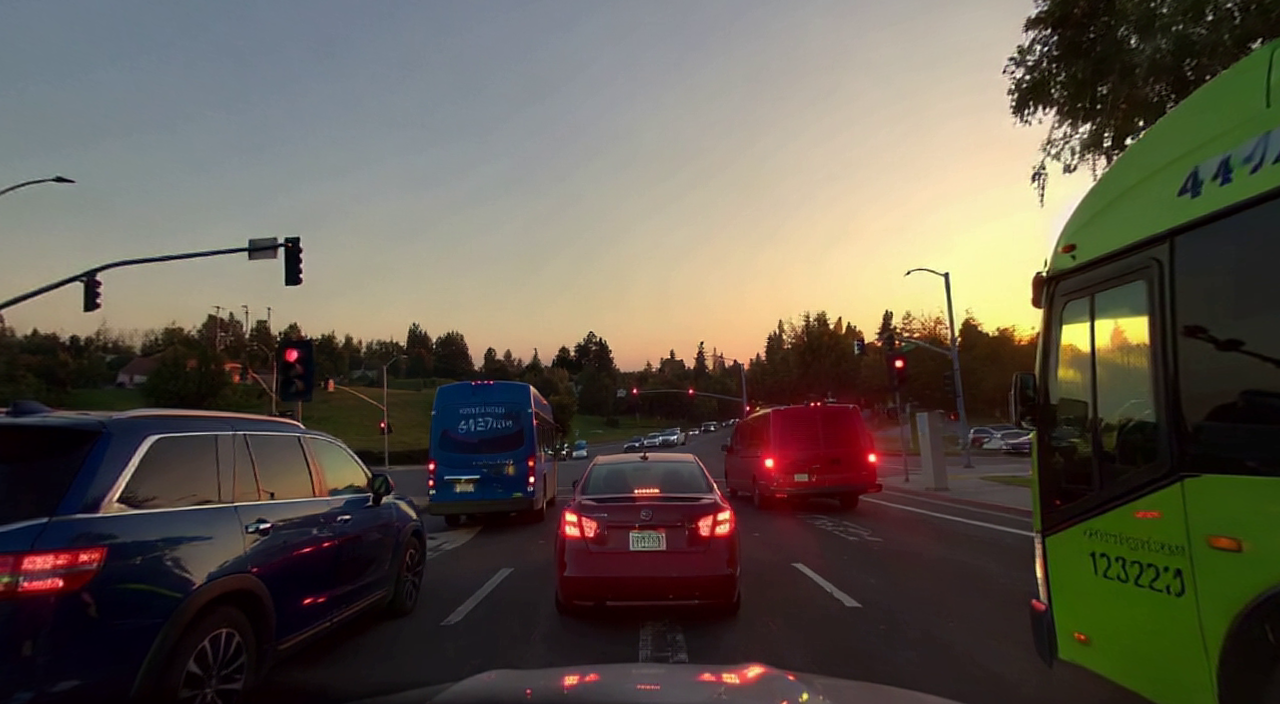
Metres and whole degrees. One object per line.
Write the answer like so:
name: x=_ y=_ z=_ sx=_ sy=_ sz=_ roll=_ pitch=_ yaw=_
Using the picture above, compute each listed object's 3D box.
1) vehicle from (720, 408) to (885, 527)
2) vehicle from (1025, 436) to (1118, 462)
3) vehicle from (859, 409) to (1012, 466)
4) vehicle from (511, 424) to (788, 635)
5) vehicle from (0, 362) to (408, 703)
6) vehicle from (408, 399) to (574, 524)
vehicle: x=3.152 y=2.397 z=13.686 sx=2.143 sy=2.036 sz=5.367 roll=0 pitch=-8 yaw=0
vehicle: x=25.884 y=5.822 z=37.997 sx=4.229 sy=1.489 sz=1.794 roll=0 pitch=-8 yaw=-1
vehicle: x=17.581 y=5.134 z=37.929 sx=7.839 sy=3.213 sz=2.628 roll=0 pitch=-8 yaw=-3
vehicle: x=0.060 y=1.546 z=6.413 sx=1.976 sy=1.485 sz=3.624 roll=0 pitch=-8 yaw=0
vehicle: x=-3.416 y=1.183 z=4.620 sx=1.921 sy=1.701 sz=3.989 roll=0 pitch=-8 yaw=0
vehicle: x=-2.944 y=2.344 z=13.974 sx=2.335 sy=2.221 sz=5.165 roll=0 pitch=-8 yaw=1
